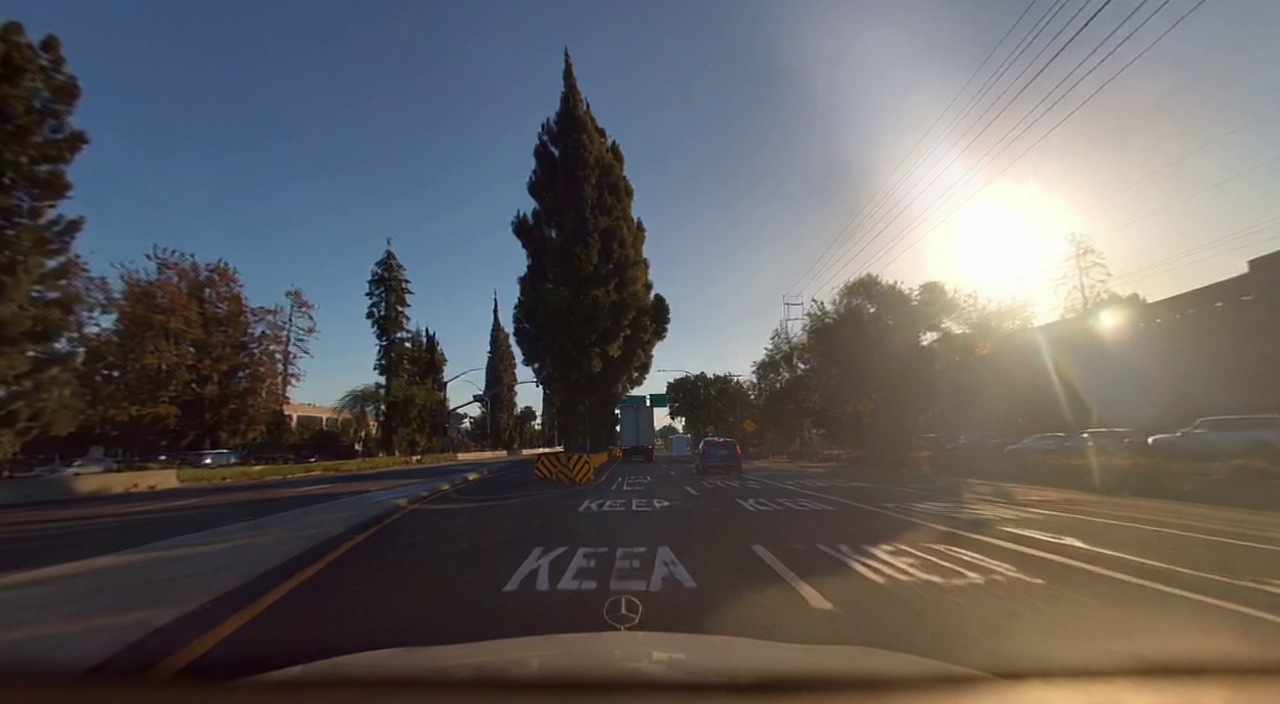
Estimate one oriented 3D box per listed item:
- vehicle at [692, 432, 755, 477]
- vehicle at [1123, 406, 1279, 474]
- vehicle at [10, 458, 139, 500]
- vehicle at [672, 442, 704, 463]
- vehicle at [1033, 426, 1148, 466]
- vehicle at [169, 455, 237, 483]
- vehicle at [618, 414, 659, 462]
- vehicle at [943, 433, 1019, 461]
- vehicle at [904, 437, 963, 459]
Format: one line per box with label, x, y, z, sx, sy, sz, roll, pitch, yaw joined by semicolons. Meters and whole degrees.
vehicle;3.570;4.508;27.966;2.086;1.803;4.607;0;-9;-1
vehicle;20.741;3.146;22.382;2.529;2.086;5.902;0;-9;0
vehicle;-26.116;5.853;29.438;2.188;1.669;4.546;1;-9;-8
vehicle;3.661;7.734;48.743;2.146;1.474;4.564;0;-9;0
vehicle;20.819;4.390;29.460;1.917;1.682;4.575;0;-9;-1
vehicle;-31.294;8.321;45.423;2.099;1.801;4.957;1;-9;-11
vehicle;-0.096;6.665;48.467;2.889;3.347;8.285;0;-9;0
vehicle;20.541;5.757;38.326;2.010;1.567;4.519;0;-9;-1
vehicle;20.700;6.790;44.790;1.887;1.448;4.723;0;-9;0
